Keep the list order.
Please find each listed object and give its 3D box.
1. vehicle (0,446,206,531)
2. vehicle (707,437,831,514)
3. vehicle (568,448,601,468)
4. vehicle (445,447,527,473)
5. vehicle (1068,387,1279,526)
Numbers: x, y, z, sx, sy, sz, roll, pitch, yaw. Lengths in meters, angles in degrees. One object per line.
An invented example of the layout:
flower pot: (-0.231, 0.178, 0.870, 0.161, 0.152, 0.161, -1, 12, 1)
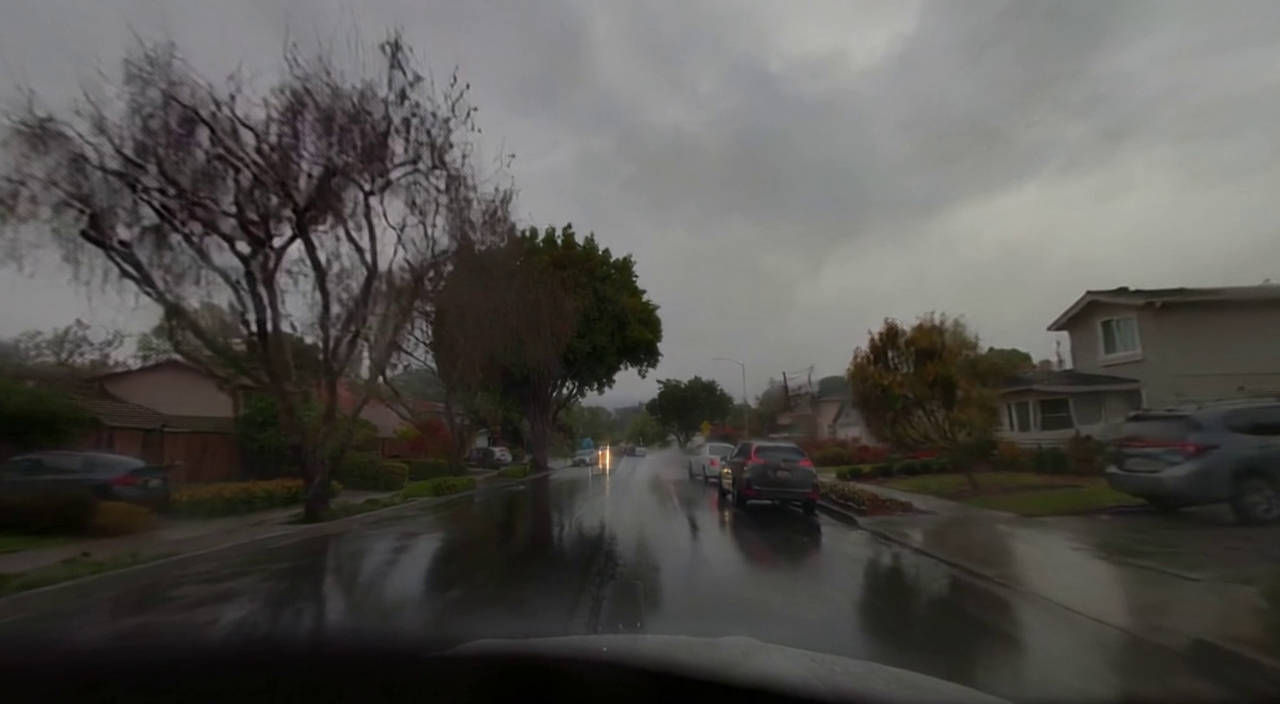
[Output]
vehicle: (-11.256, 2.582, 12.297, 4.118, 1.492, 1.902, 0, -9, -2)
vehicle: (2.748, 2.739, 14.560, 2.022, 1.483, 4.565, 0, -9, 2)
vehicle: (-4.278, 8.329, 49.744, 1.987, 1.459, 4.473, -1, -8, 3)
vehicle: (-10.213, 7.180, 42.097, 4.933, 1.547, 2.125, -1, -8, 0)
vehicle: (9.064, 1.427, 8.843, 4.643, 1.700, 1.972, 0, -9, 0)
